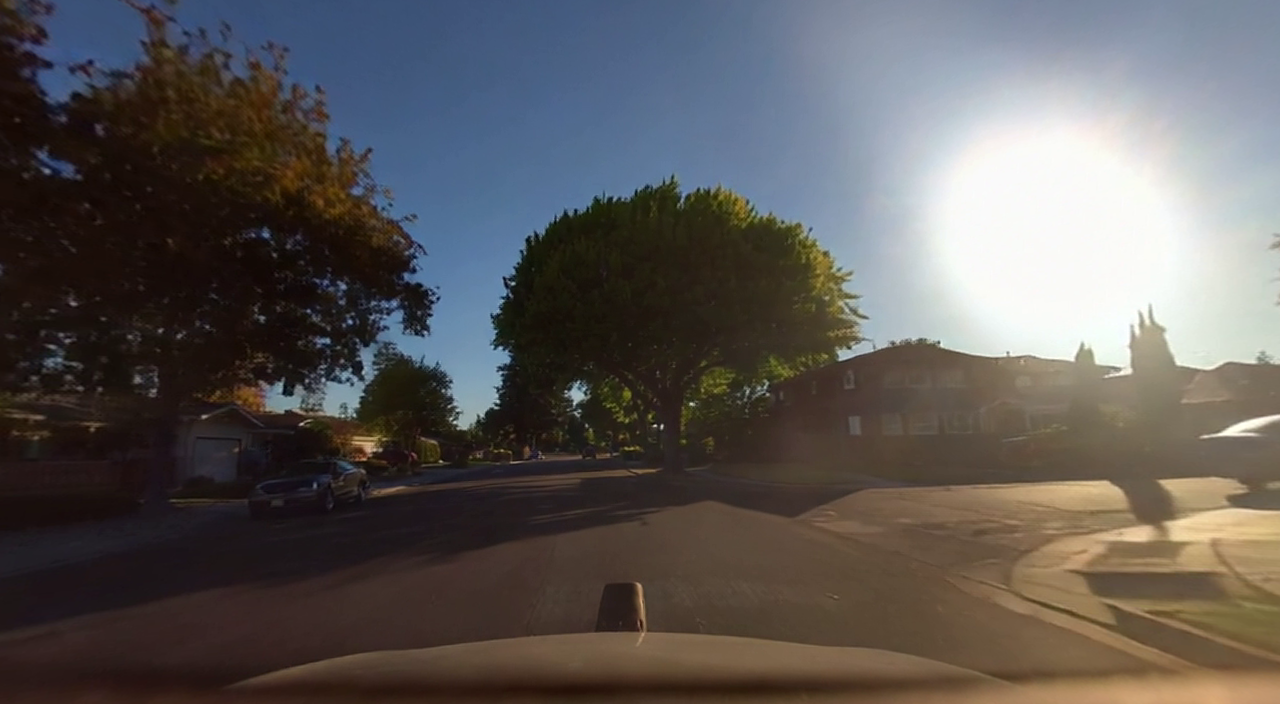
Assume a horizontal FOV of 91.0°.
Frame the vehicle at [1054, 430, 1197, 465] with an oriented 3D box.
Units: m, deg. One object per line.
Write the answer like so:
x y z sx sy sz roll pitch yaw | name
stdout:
21.903 4.354 28.746 1.932 1.464 5.044 2 -9 -11 | vehicle

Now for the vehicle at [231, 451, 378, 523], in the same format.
-8.549 3.431 16.543 1.938 1.499 4.290 -2 -9 -7 | vehicle

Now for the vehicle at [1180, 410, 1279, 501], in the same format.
15.167 2.245 13.837 4.933 1.817 2.014 1 -9 -7 | vehicle

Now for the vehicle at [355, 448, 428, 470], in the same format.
-19.517 8.409 49.571 4.850 1.676 1.920 0 -9 -3 | vehicle
